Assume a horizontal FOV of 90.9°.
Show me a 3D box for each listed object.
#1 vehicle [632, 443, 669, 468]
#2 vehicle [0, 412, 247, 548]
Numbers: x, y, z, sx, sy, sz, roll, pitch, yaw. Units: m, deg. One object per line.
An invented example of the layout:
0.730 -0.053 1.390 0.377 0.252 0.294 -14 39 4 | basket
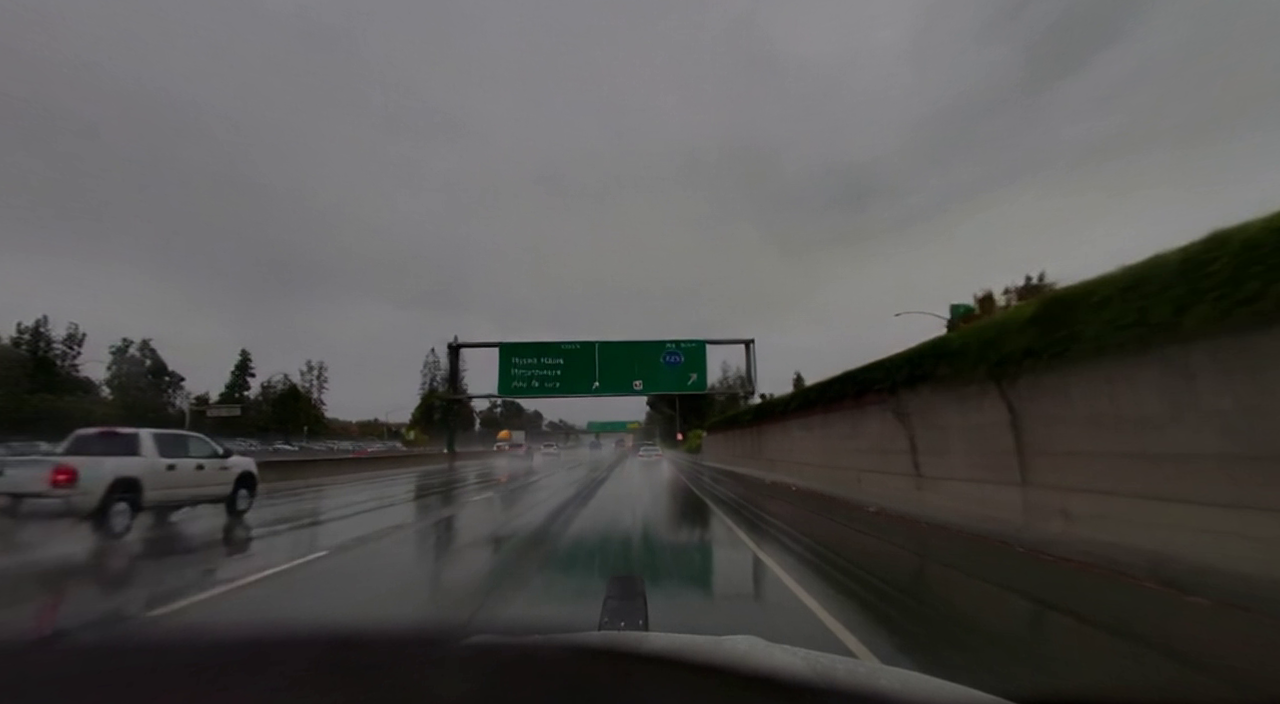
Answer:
0.606 6.318 38.720 2.137 1.461 3.999 0 -8 0 | vehicle
-9.405 2.055 10.864 2.246 1.812 4.740 0 -8 -1 | vehicle
